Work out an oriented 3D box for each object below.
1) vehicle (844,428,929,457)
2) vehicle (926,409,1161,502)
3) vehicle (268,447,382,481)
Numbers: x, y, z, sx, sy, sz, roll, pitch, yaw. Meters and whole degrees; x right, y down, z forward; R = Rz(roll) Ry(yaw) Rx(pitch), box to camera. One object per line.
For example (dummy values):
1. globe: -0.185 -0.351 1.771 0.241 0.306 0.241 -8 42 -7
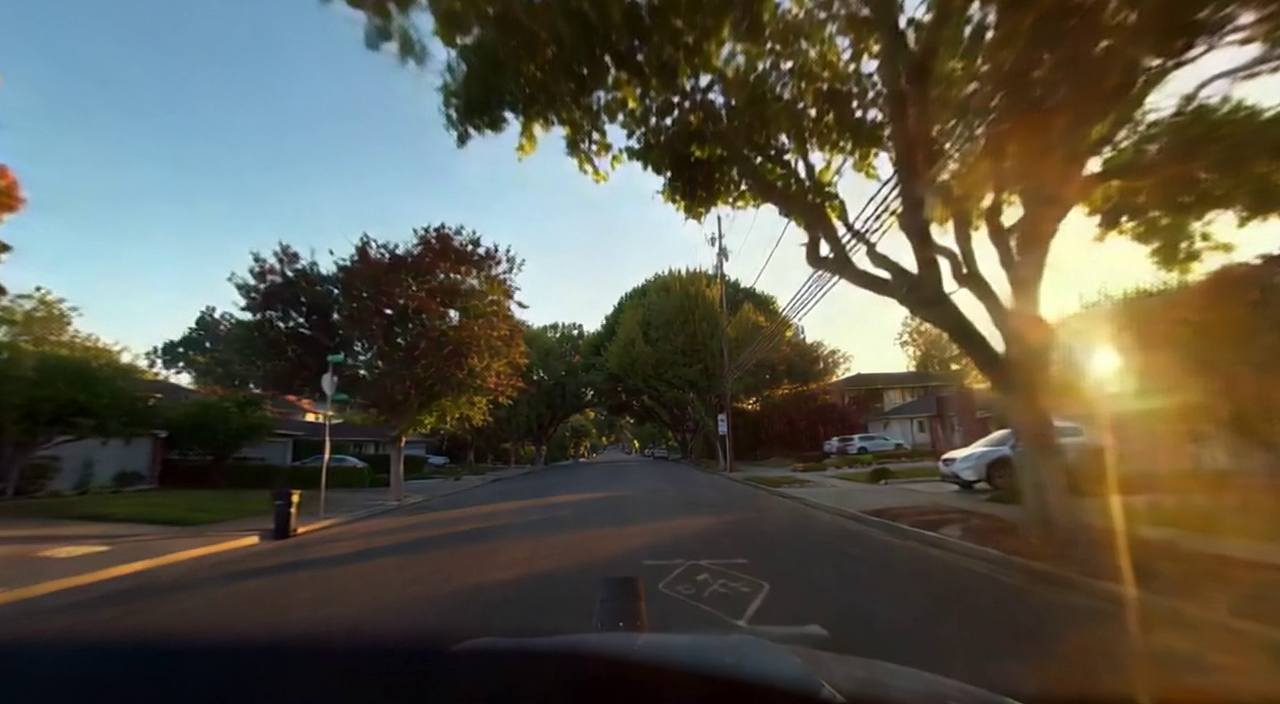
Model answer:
1. vehicle: 15.765 5.832 40.592 4.562 1.832 1.987 0 -9 -2
2. vehicle: 10.273 2.656 16.320 4.697 1.604 1.838 -8 -8 -3
3. vehicle: -14.500 5.122 29.141 4.477 1.449 1.922 5 -10 -31
